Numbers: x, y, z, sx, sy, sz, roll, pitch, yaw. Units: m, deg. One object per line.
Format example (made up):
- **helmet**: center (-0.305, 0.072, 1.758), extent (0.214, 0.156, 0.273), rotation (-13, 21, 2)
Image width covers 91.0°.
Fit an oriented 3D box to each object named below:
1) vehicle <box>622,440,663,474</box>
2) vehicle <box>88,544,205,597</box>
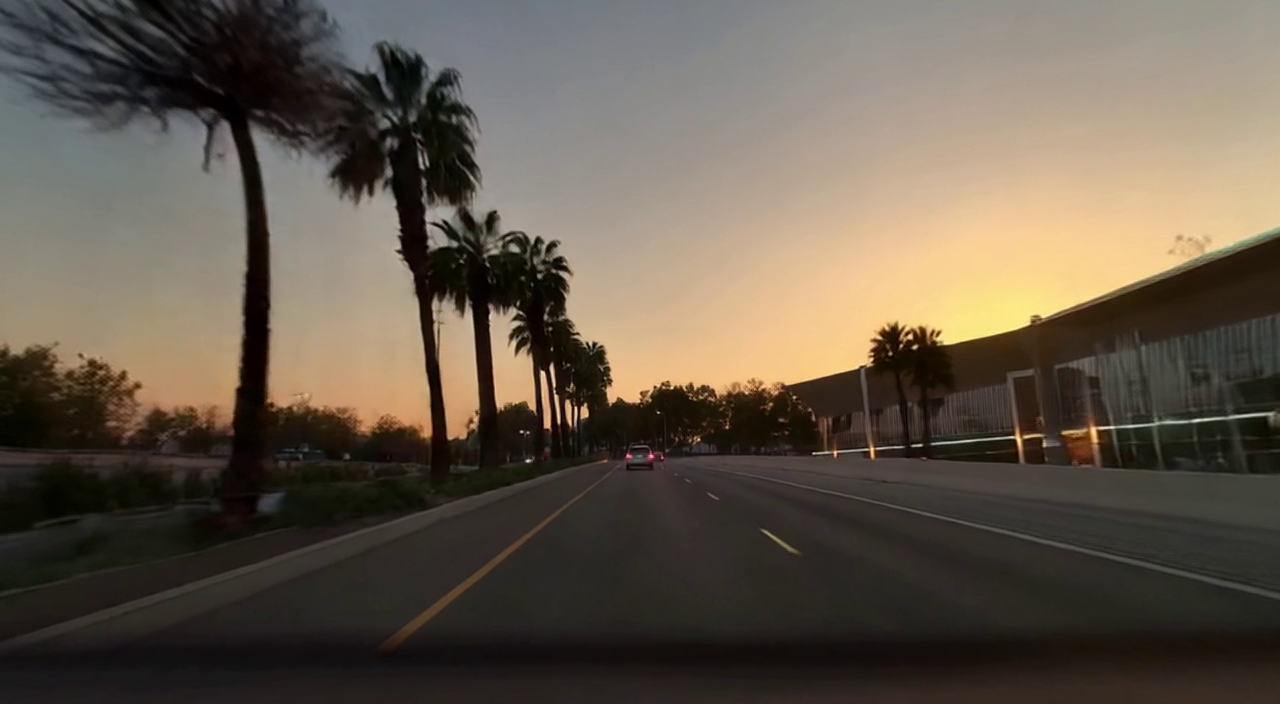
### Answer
- **vehicle**: center (0.116, 5.680, 34.322), extent (2.089, 1.718, 4.193), rotation (0, -9, -1)
- **vehicle**: center (-29.731, 13.162, 38.260), extent (2.309, 1.963, 5.918), rotation (-1, -8, 0)
